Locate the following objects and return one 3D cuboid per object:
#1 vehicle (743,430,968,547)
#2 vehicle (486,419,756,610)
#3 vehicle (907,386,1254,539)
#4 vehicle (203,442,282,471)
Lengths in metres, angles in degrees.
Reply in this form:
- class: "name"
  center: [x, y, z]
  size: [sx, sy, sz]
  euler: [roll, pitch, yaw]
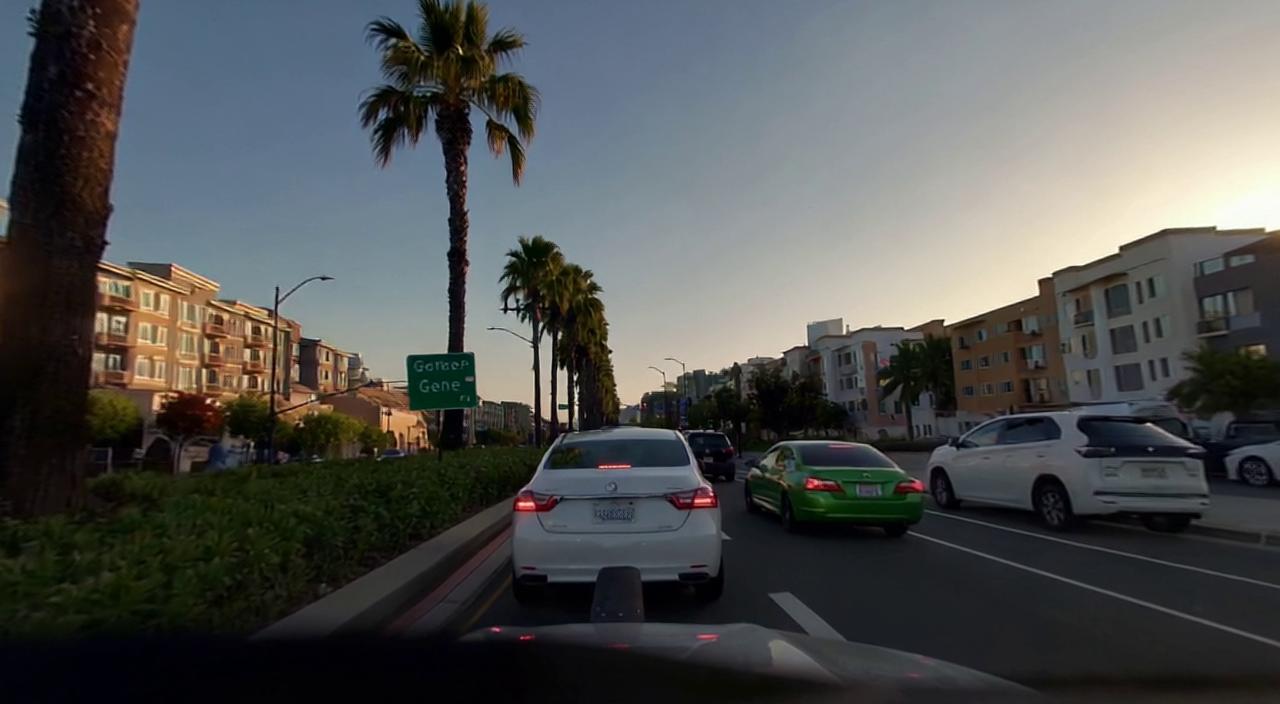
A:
- class: "vehicle"
  center: [3.083, 2.051, 10.224]
  size: [1.925, 1.451, 4.436]
  euler: [0, -8, -2]
- class: "vehicle"
  center: [-0.165, 1.594, 7.082]
  size: [2.158, 1.498, 3.919]
  euler: [0, -8, 0]
- class: "vehicle"
  center: [7.180, 1.910, 11.441]
  size: [2.254, 2.072, 5.577]
  euler: [0, -8, 1]
- class: "vehicle"
  center: [-28.329, 7.438, 45.330]
  size: [2.115, 1.884, 5.481]
  euler: [0, -8, 0]
